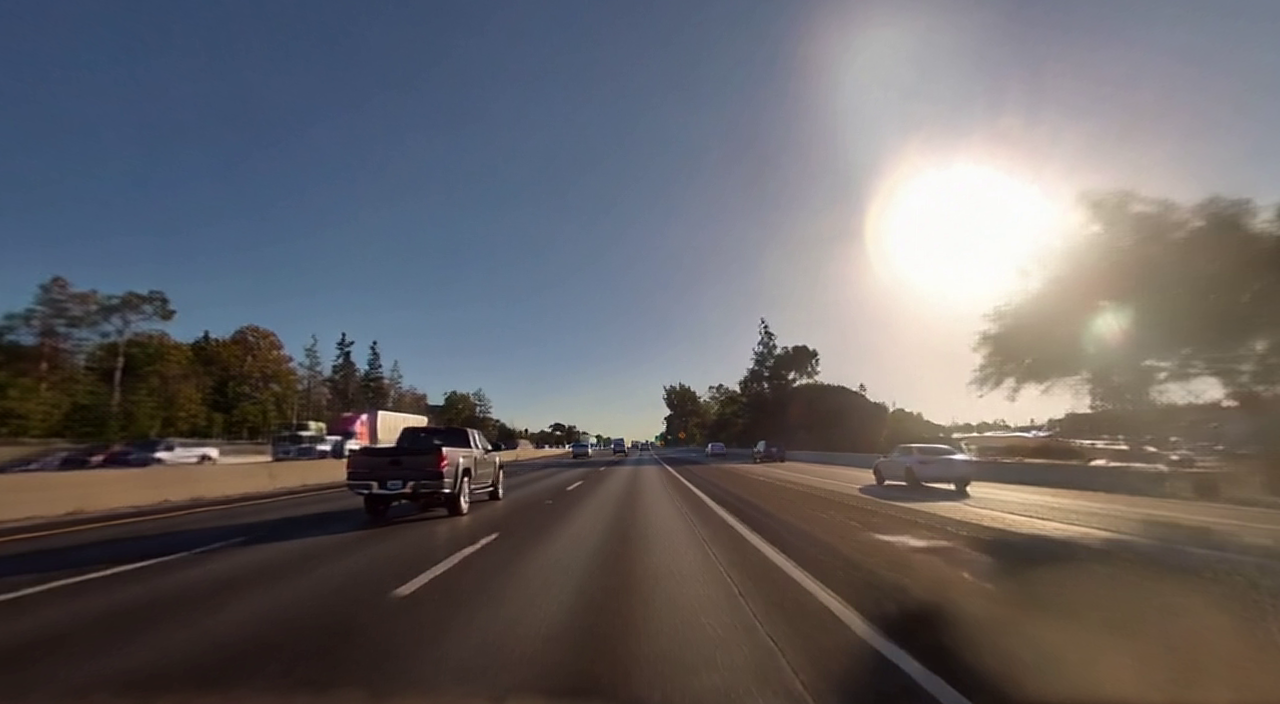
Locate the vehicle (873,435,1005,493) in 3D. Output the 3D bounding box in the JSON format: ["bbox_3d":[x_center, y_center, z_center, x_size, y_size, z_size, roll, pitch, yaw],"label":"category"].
[{"bbox_3d":[9.278,3.492,20.047,1.971,1.638,4.295,0,-8,-1],"label":"vehicle"}]

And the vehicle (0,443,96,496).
[{"bbox_3d":[-24.951,4.638,25.189,1.871,1.987,4.982,0,-8,0],"label":"vehicle"}]

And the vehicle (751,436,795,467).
[{"bbox_3d":[9.467,7.097,45.242,2.061,2.115,4.635,0,-8,-1],"label":"vehicle"}]

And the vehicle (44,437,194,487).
[{"bbox_3d":[-21.142,4.454,25.952,1.989,1.822,4.801,0,-8,1],"label":"vehicle"}]

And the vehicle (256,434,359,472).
[{"bbox_3d":[-20.892,6.369,40.158,2.736,2.171,6.889,0,-8,1],"label":"vehicle"}]

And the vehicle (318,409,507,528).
[{"bbox_3d":[-4.208,2.246,12.717,1.994,1.911,4.819,0,-8,0],"label":"vehicle"}]
